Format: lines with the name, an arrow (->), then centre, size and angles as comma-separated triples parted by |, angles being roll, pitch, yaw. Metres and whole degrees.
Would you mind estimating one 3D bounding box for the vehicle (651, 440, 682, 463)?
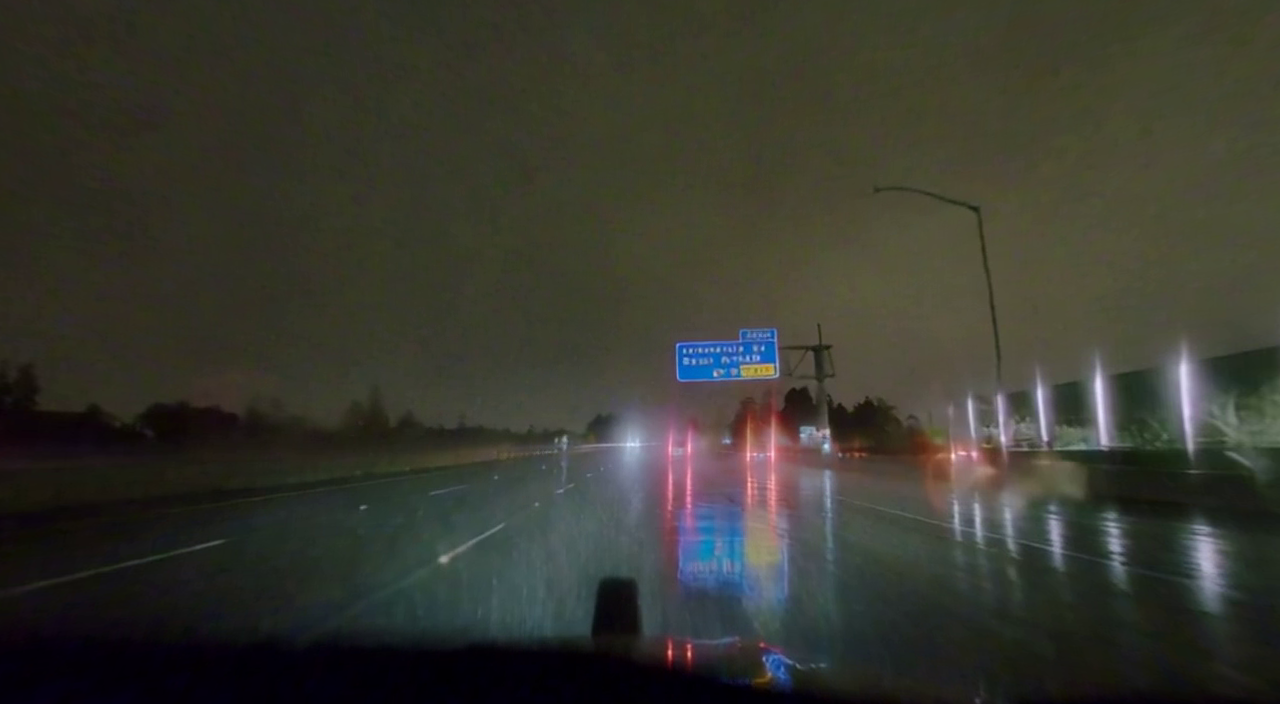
vehicle -> 2.026, 7.773, 49.499 | 2.224, 1.738, 4.376 | 0, -9, 0
